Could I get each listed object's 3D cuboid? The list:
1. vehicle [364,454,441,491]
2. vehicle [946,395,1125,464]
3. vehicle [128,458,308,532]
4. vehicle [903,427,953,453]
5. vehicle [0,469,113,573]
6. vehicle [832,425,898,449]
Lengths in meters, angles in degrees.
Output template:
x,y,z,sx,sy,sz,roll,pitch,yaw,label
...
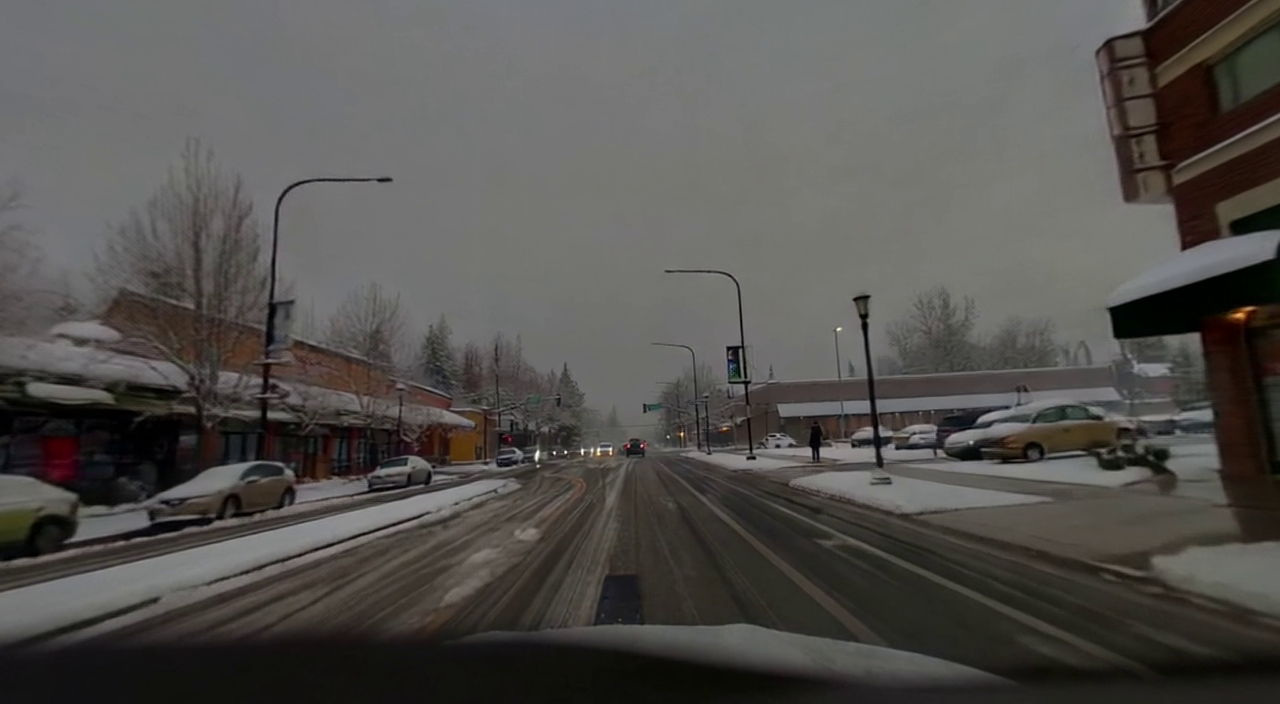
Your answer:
x,y,z,sx,sy,sz,roll,pitch,yaw,label
-10.978,5.577,29.531,1.828,1.470,4.523,0,-8,0,vehicle
12.786,2.629,20.996,2.532,1.997,5.001,0,-8,-2,vehicle
-10.863,3.663,16.717,1.837,1.586,4.155,0,-8,0,vehicle
17.166,5.279,37.860,1.773,1.446,4.421,-3,-8,13,vehicle
-10.775,2.626,9.590,1.784,1.502,4.344,0,-8,0,vehicle
17.071,6.506,48.087,4.135,1.753,2.122,-1,-9,1,vehicle
